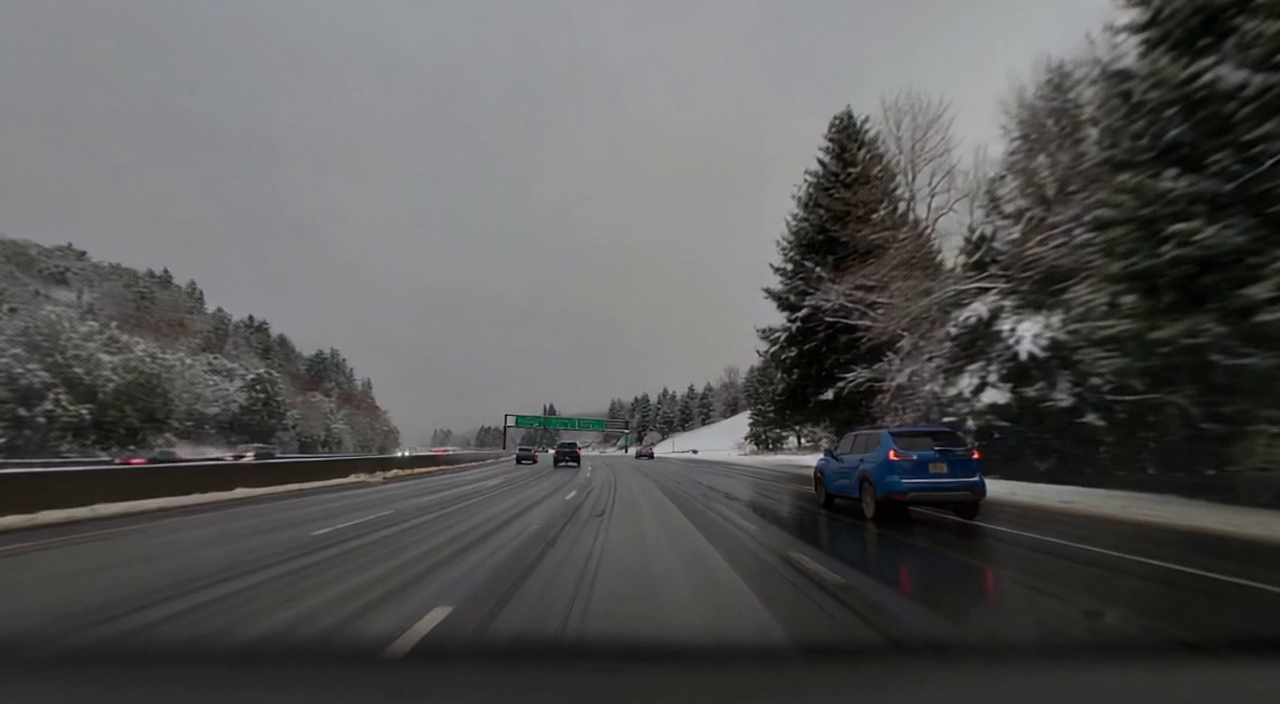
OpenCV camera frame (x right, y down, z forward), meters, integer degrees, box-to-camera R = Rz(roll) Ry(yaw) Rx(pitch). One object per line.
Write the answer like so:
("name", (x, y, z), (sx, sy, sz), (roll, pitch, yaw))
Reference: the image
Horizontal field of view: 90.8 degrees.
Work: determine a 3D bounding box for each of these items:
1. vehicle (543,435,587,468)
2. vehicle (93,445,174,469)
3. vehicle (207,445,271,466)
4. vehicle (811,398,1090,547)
("vehicle", (-5.066, 6.863, 43.649), (2.537, 2.121, 5.251), (0, -9, -2))
("vehicle", (-32.587, 6.774, 40.806), (2.008, 1.479, 3.987), (1, -9, -3))
("vehicle", (-29.844, 7.681, 47.178), (1.954, 1.483, 4.712), (1, -9, -4))
("vehicle", (4.660, 1.919, 10.603), (2.103, 1.903, 4.837), (0, -9, -2))
